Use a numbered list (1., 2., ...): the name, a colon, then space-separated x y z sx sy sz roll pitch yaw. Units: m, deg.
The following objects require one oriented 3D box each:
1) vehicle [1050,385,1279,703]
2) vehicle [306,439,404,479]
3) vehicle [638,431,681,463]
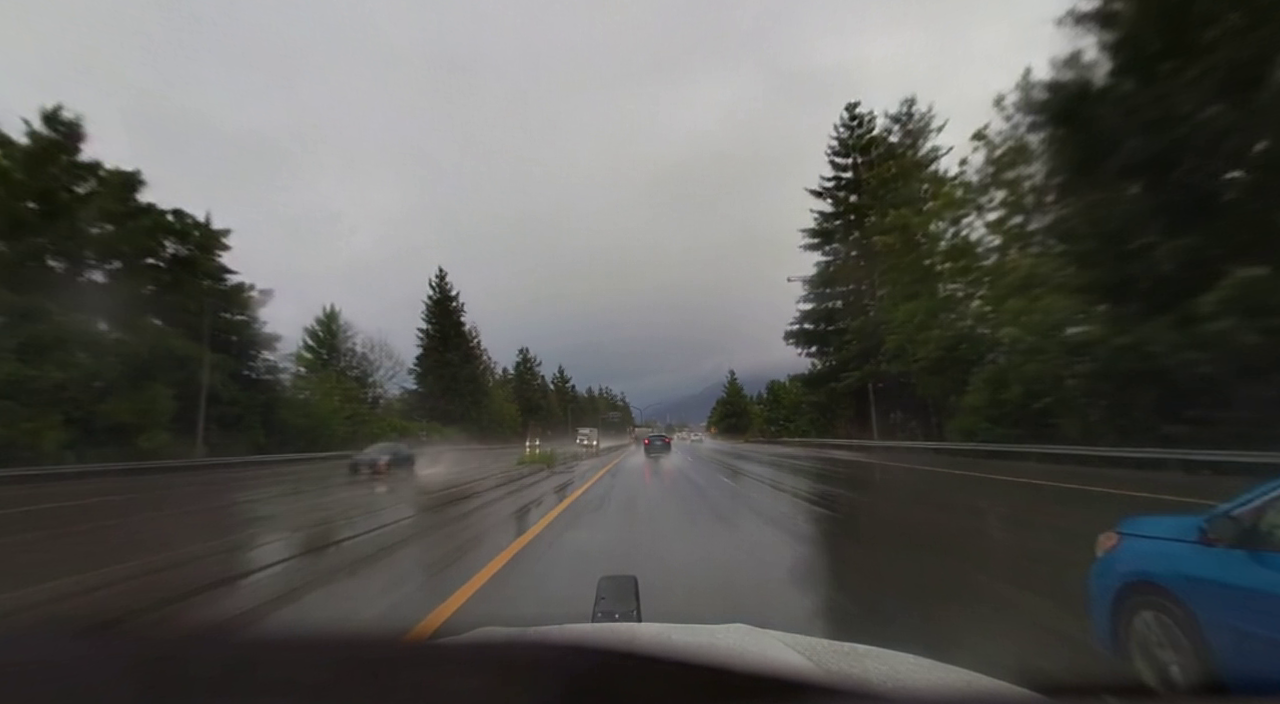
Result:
1. vehicle: 3.603 0.749 1.695 1.981 1.467 4.459 0 -8 0
2. vehicle: -11.913 4.451 26.683 1.910 1.498 4.618 0 -8 1
3. vehicle: 0.941 4.838 32.378 2.046 1.526 3.903 0 -8 0
